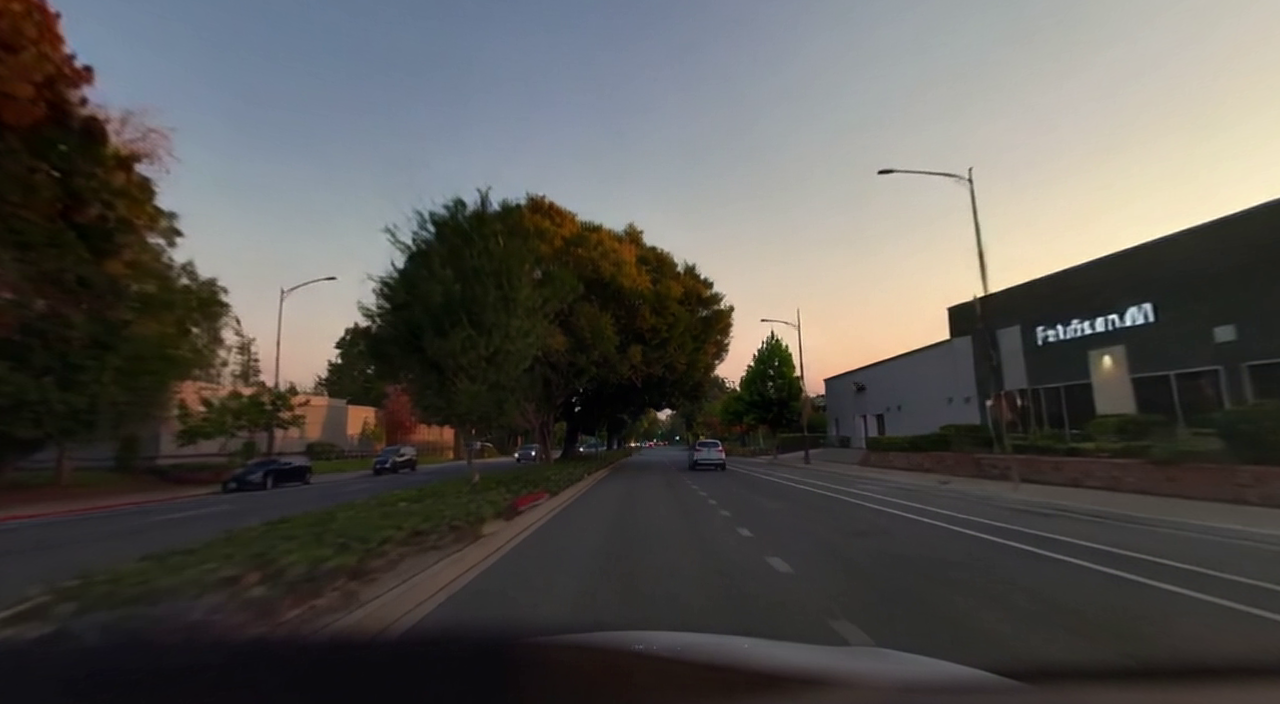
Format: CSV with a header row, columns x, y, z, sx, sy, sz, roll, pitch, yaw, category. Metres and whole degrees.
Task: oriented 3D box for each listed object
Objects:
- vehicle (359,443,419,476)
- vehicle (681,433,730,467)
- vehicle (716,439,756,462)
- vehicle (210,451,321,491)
x,y,z,sx,sy,sz,roll,pitch,yaw,category
-16.426,7.012,41.559,2.070,1.892,4.708,-2,-8,0,vehicle
3.526,5.371,34.693,2.143,1.759,4.378,0,-8,-1,vehicle
6.594,6.835,43.806,2.100,1.491,4.563,0,-8,0,vehicle
-16.499,5.231,28.102,2.009,1.540,4.849,0,-8,0,vehicle
